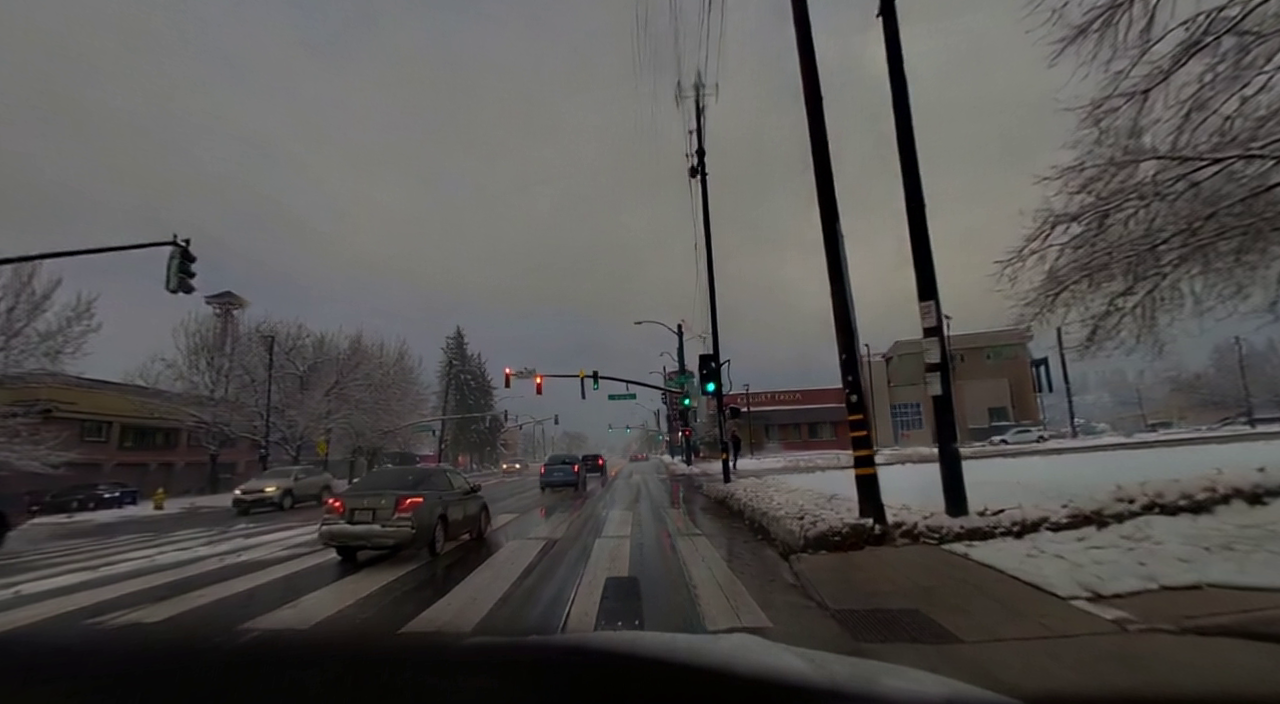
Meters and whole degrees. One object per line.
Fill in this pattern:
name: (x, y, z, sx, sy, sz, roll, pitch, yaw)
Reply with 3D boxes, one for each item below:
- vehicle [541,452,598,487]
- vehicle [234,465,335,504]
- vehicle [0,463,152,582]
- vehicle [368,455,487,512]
vehicle: (-3.245, 5.507, 29.842, 2.147, 1.472, 4.406, 0, -9, 1)
vehicle: (-15.542, 5.811, 27.825, 1.964, 1.485, 4.252, -2, -11, 0)
vehicle: (-9.616, 2.380, 8.866, 2.073, 1.519, 4.248, 0, -9, 0)
vehicle: (-6.317, 3.948, 19.363, 1.960, 1.479, 4.654, 0, -9, 1)
